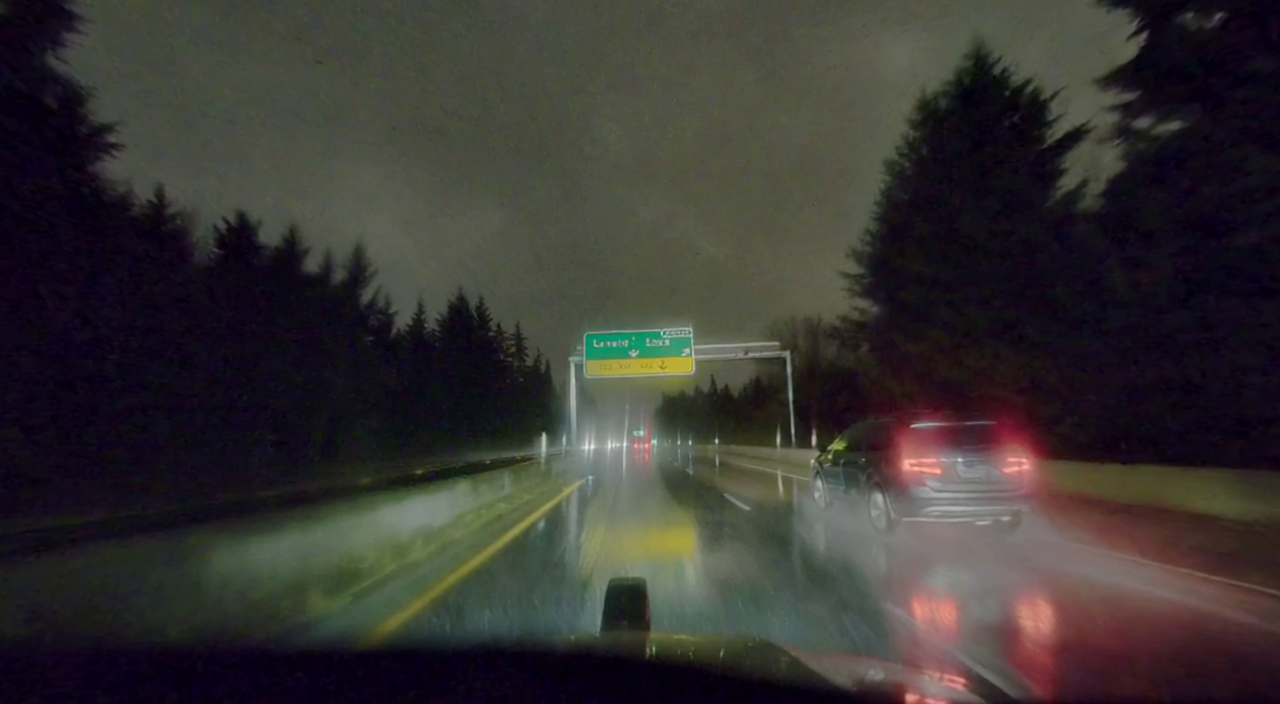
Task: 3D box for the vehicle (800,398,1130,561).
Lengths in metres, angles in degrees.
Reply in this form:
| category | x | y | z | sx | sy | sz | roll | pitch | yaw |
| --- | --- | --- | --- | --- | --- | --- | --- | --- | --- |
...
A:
| category | x | y | z | sx | sy | sz | roll | pitch | yaw |
| --- | --- | --- | --- | --- | --- | --- | --- | --- | --- |
| vehicle | 4.247 | 1.767 | 9.470 | 2.360 | 1.798 | 4.781 | 1 | -8 | -1 |
